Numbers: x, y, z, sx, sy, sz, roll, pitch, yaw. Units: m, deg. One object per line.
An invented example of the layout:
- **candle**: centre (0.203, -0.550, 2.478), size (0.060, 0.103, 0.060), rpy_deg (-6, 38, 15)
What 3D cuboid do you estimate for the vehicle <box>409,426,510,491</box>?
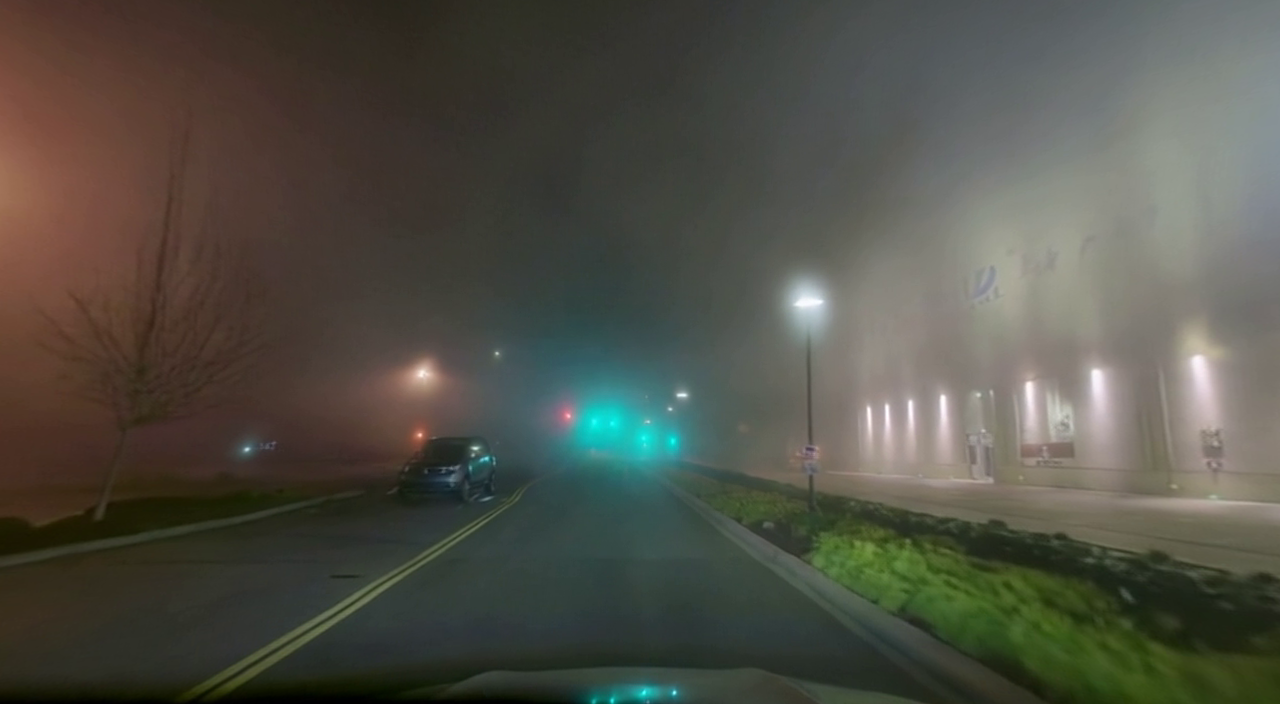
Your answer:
- **vehicle**: centre (-5.528, 3.329, 20.047), size (2.180, 1.806, 4.541), rpy_deg (1, -8, -5)
